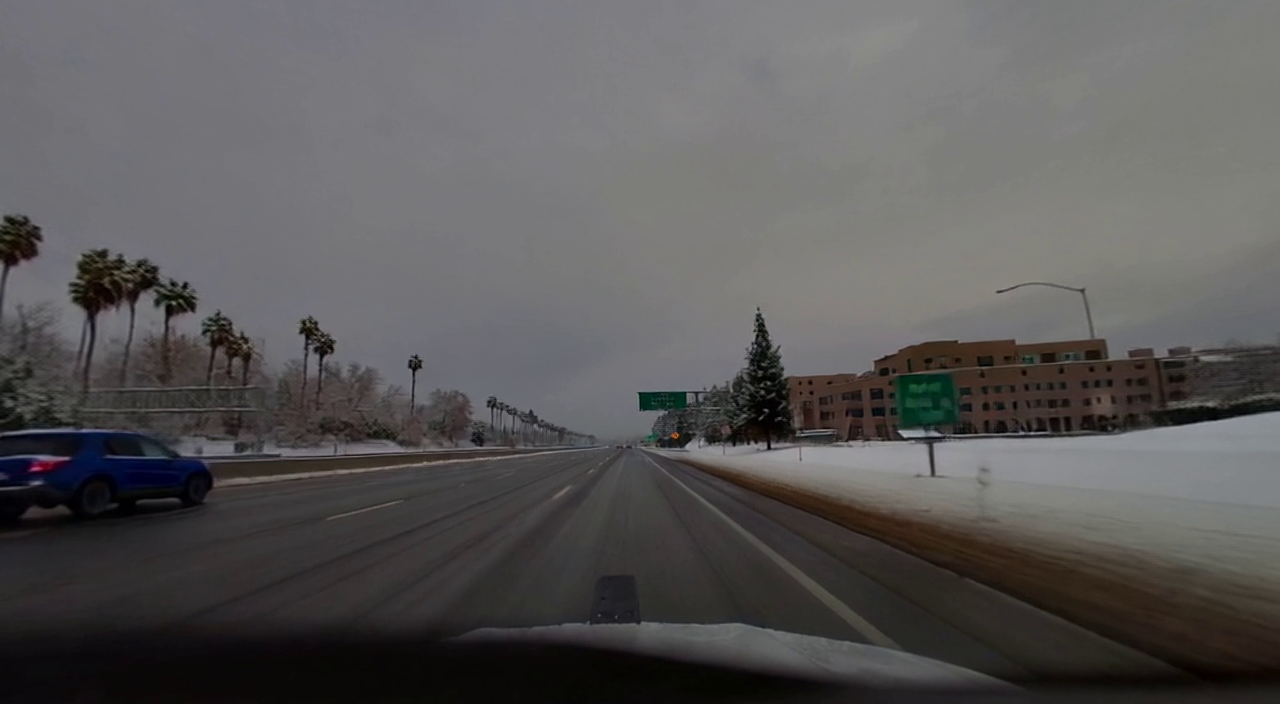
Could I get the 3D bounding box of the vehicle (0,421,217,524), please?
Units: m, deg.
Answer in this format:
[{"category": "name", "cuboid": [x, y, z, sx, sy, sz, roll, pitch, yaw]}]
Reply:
[{"category": "vehicle", "cuboid": [-11.440, 2.427, 13.201, 2.016, 1.754, 4.543, 0, -8, 0]}]
